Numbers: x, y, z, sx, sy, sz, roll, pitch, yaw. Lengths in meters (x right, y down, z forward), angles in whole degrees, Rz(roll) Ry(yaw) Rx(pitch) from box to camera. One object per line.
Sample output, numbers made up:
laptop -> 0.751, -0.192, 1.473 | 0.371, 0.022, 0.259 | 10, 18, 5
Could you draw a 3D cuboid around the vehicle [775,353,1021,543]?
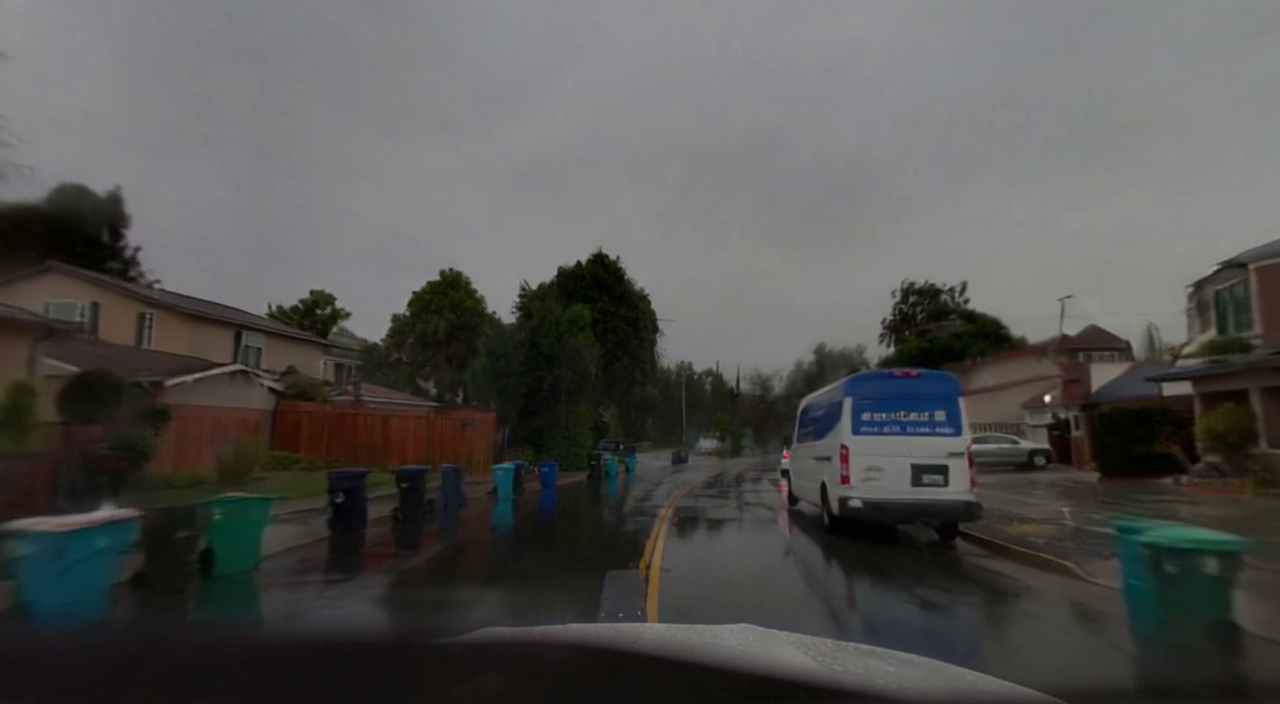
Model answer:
vehicle -> 4.377, 1.836, 12.322 | 2.684, 2.712, 6.197 | -1, -9, 6
